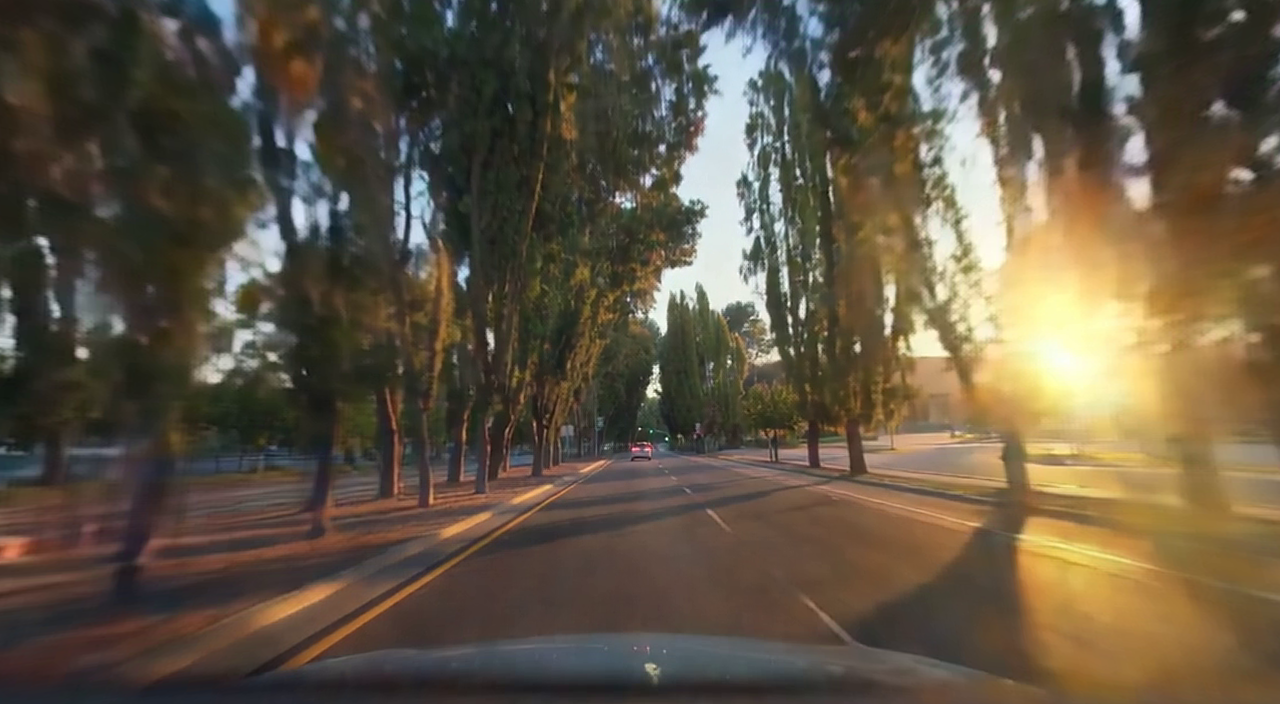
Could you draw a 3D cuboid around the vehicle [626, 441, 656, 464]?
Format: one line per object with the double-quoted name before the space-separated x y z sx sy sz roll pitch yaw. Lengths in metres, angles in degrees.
"vehicle" 0.094 7.240 45.588 2.048 1.584 4.393 0 -8 0
